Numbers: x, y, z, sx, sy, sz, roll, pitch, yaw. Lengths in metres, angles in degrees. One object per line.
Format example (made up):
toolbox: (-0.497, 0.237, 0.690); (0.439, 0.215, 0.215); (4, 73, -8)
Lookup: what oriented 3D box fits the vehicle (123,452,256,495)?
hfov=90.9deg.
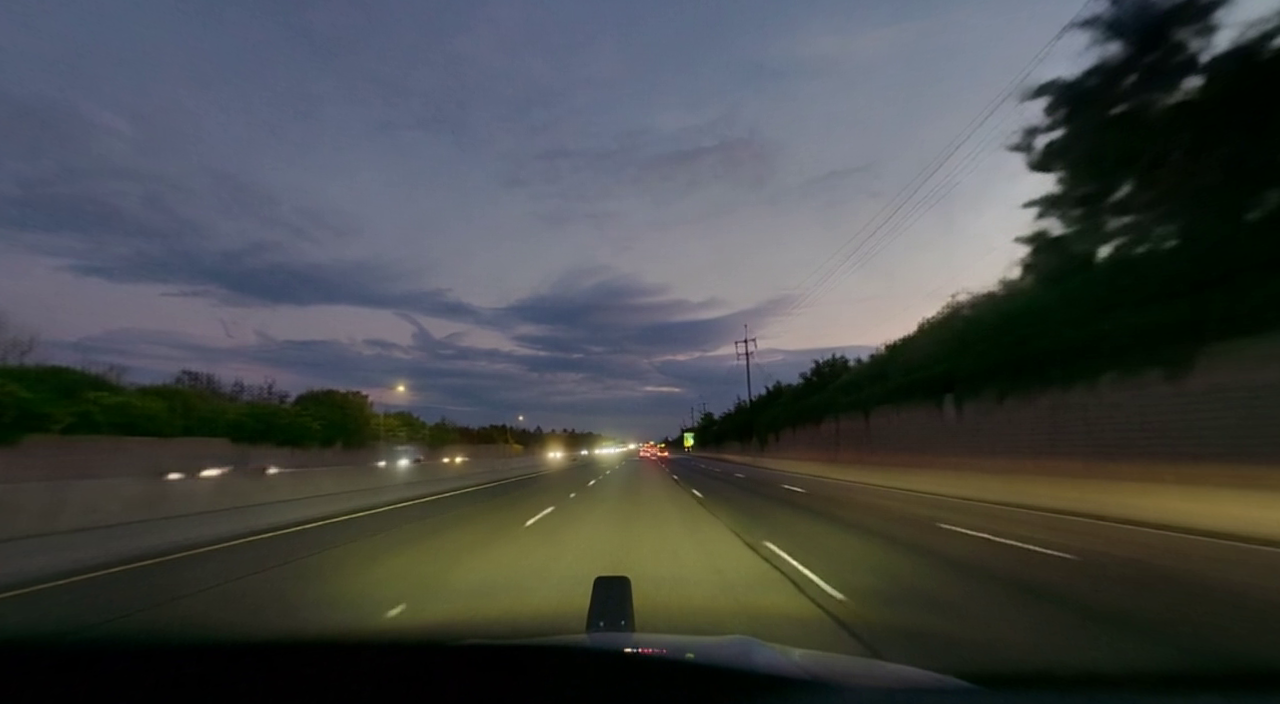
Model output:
vehicle: (-16.860, 4.545, 23.887); (1.886, 1.454, 4.241); (0, -9, 0)

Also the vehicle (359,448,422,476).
vehicle: (-16.886, 7.454, 42.951); (2.074, 1.779, 5.152); (-1, -9, 2)
